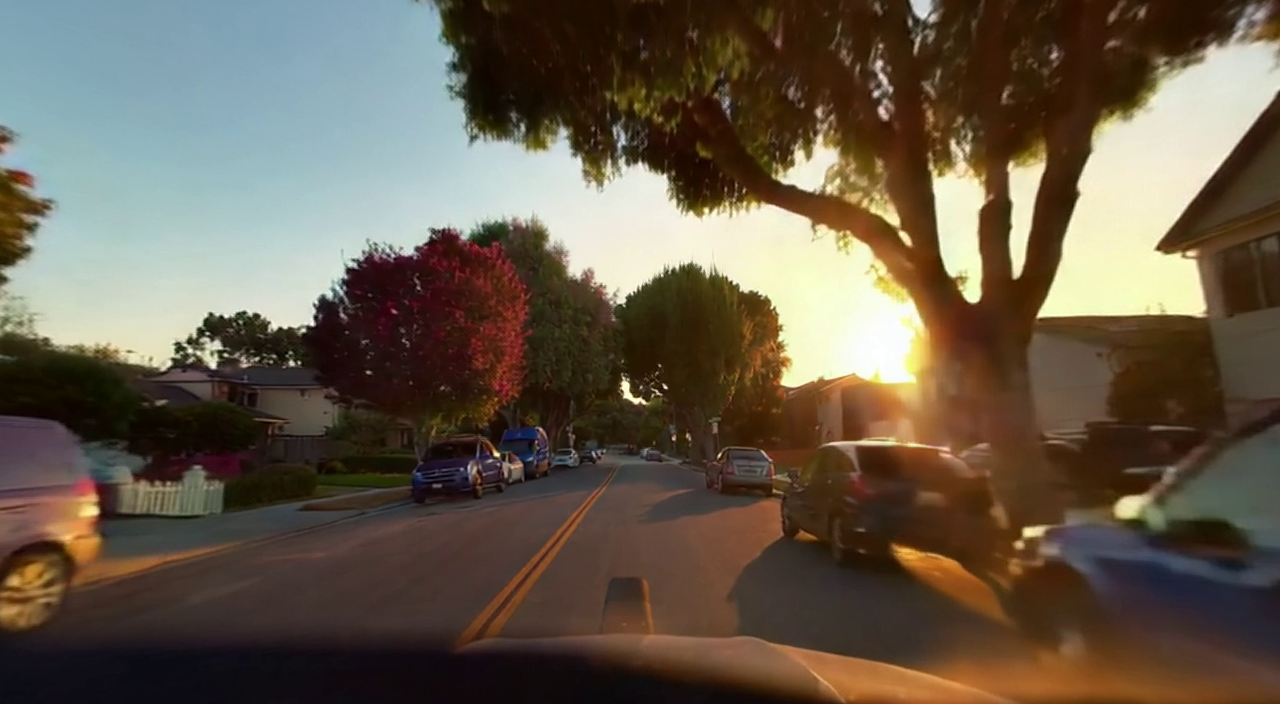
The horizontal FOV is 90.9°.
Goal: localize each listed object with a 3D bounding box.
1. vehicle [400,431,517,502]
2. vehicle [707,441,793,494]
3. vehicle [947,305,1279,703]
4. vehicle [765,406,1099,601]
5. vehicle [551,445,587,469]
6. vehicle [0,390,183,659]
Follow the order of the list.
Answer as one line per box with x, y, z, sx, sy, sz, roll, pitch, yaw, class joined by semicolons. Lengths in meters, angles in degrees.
-5.297;3.386;19.133;2.090;1.855;4.494;0;-8;2;vehicle
3.414;3.683;20.503;1.945;1.514;4.552;0;-8;0;vehicle
3.159;0.714;1.714;2.059;1.824;5.045;0;-8;0;vehicle
3.145;1.730;8.193;2.172;1.764;4.685;0;-8;1;vehicle
-4.966;7.430;44.834;2.038;1.571;4.524;0;-8;0;vehicle
-5.451;1.067;3.572;2.163;1.818;4.697;0;-8;0;vehicle
